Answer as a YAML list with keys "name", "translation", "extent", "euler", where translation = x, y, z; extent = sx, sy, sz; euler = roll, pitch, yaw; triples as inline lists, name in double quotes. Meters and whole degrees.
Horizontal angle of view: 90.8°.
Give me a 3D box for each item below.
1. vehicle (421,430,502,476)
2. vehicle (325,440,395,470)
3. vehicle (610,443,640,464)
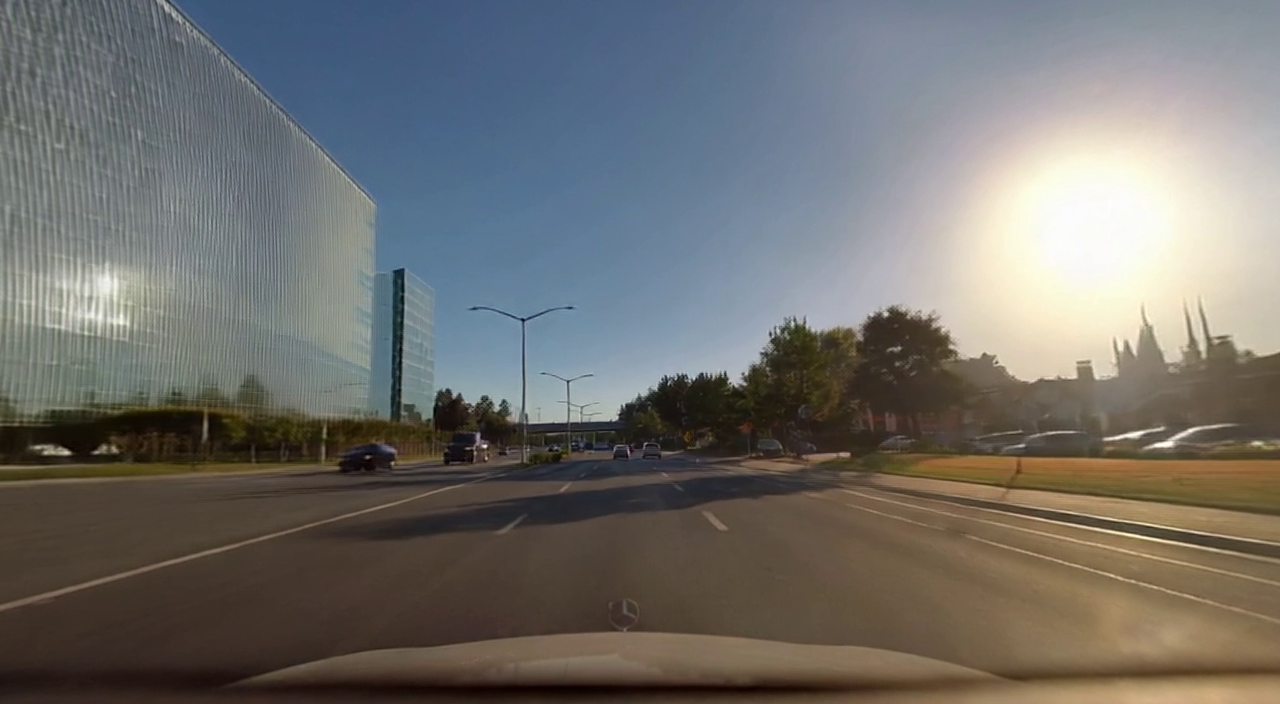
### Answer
- name: "vehicle"
  translation: [-8.675, 4.931, 31.347]
  extent: [2.631, 1.990, 5.787]
  euler: [2, -8, -4]
- name: "vehicle"
  translation: [-15.952, 5.887, 36.317]
  extent: [1.975, 1.596, 4.555]
  euler: [0, -8, -1]
- name: "vehicle"
  translation: [-1.086, 7.388, 45.999]
  extent: [2.080, 1.445, 4.096]
  euler: [0, -8, -2]
